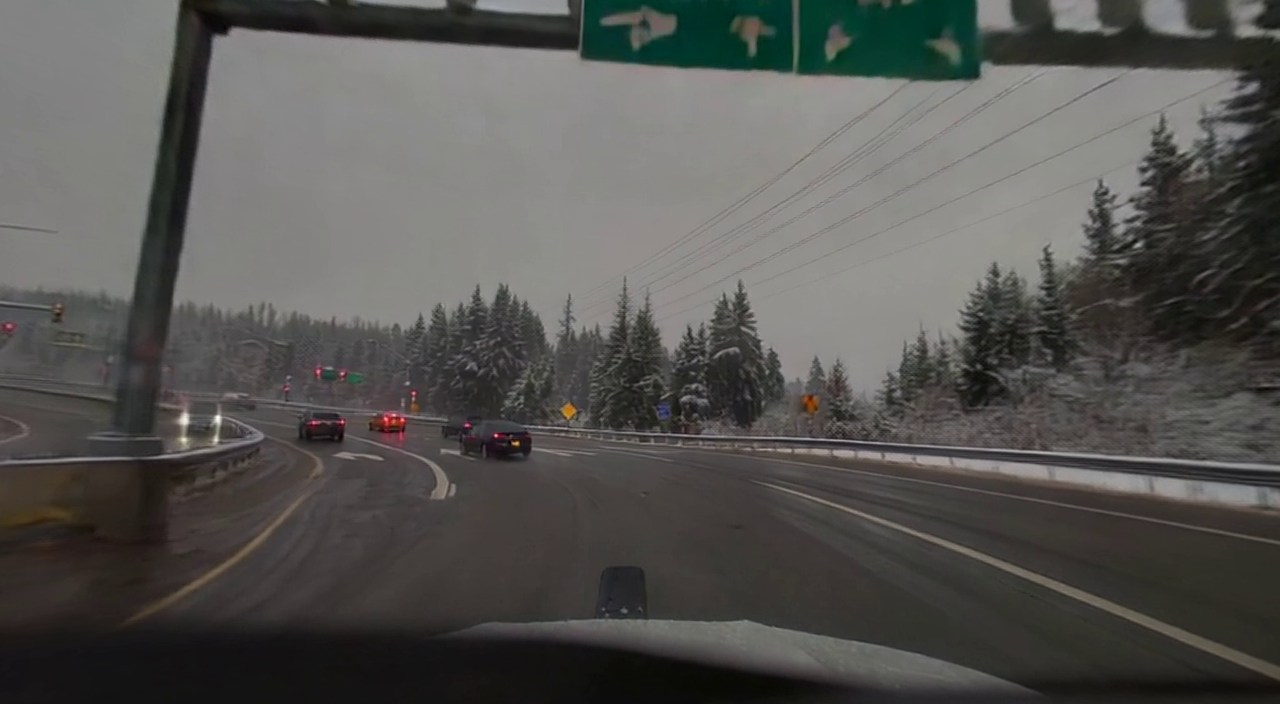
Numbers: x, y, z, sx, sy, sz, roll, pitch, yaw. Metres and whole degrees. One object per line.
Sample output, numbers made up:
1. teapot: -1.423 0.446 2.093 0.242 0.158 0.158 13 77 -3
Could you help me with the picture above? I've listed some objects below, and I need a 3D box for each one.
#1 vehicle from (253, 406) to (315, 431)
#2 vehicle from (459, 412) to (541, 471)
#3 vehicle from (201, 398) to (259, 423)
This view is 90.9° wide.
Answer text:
1. vehicle: -24.144 4.527 42.690 4.623 1.501 2.033 -7 -11 40
2. vehicle: -4.743 2.960 20.892 2.140 1.724 4.304 3 -9 -18
3. vehicle: -31.038 4.465 47.717 4.285 1.747 2.076 -6 -10 35
